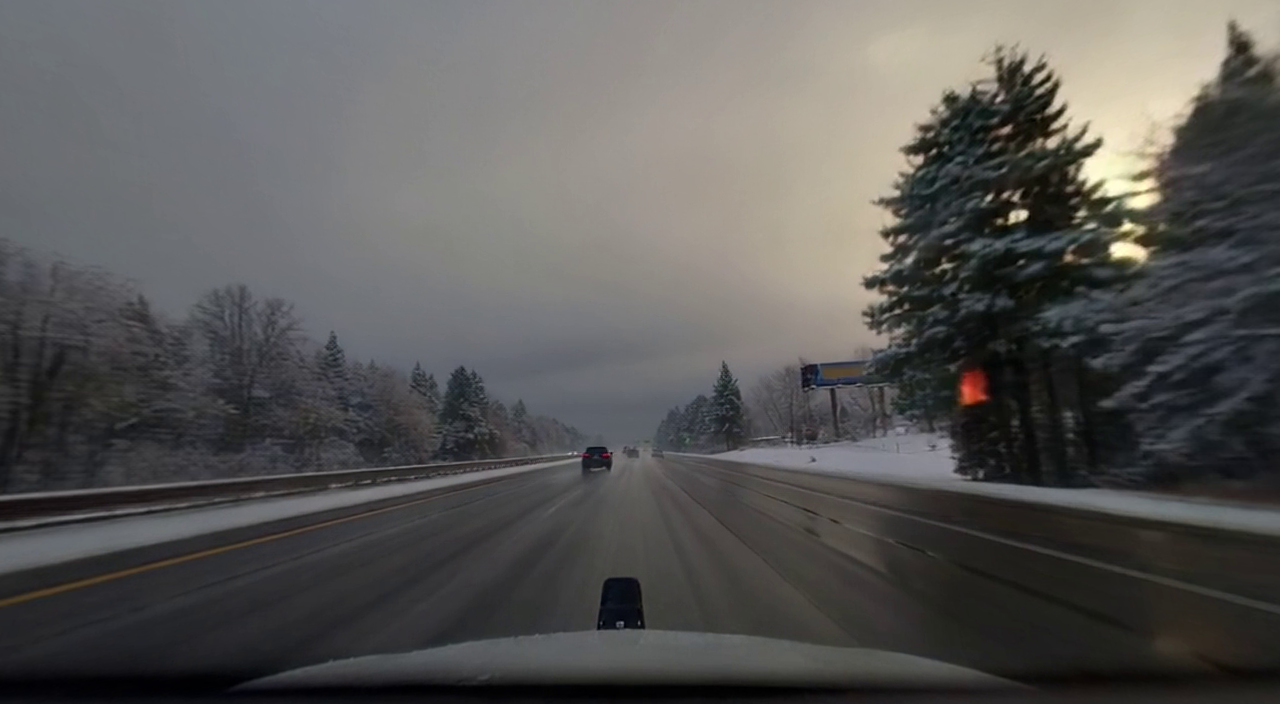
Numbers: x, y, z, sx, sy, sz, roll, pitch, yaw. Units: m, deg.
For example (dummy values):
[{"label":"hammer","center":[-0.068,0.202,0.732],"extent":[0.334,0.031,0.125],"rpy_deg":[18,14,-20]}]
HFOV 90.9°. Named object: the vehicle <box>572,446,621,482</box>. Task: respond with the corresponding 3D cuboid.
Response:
[{"label":"vehicle","center":[-1.875,5.014,28.468],"extent":[1.916,1.494,4.335],"rpy_deg":[0,-9,0]}]
